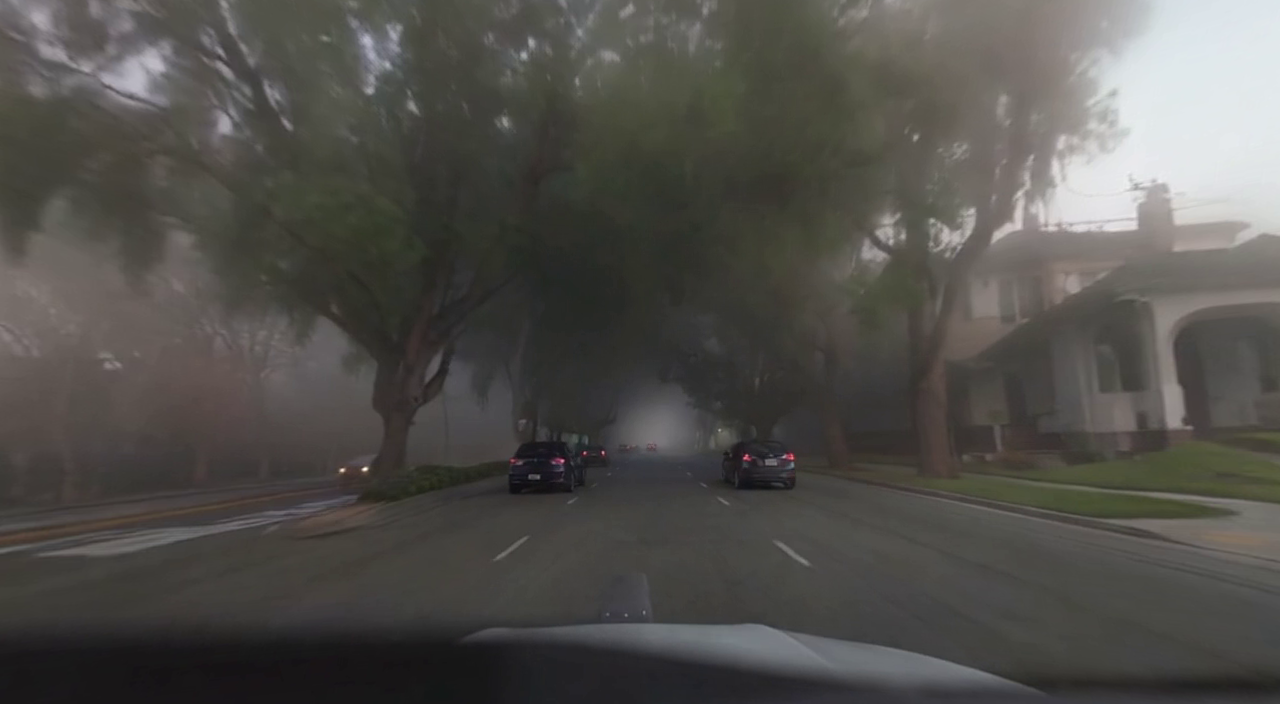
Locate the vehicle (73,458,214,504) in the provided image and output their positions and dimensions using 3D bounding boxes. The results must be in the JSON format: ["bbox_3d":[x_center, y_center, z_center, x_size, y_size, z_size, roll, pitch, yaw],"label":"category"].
[{"bbox_3d":[-22.623,5.844,29.076,2.006,1.782,5.406,0,-8,1],"label":"vehicle"}]

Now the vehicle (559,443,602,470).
[{"bbox_3d":[-3.447,6.161,37.348,1.988,1.497,4.404,0,-8,2],"label":"vehicle"}]

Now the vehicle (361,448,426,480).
[{"bbox_3d":[-15.473,7.024,39.915,2.012,1.813,4.910,0,-8,1],"label":"vehicle"}]

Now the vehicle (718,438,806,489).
[{"bbox_3d":[3.907,3.659,21.069,2.010,1.486,4.498,0,-8,0],"label":"vehicle"}]

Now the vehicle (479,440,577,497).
[{"bbox_3d":[-3.176,3.398,18.843,2.053,1.480,4.381,0,-8,1],"label":"vehicle"}]

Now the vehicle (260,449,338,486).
[{"bbox_3d":[-22.286,7.532,41.449,2.523,2.213,4.637,0,-8,-1],"label":"vehicle"}]
